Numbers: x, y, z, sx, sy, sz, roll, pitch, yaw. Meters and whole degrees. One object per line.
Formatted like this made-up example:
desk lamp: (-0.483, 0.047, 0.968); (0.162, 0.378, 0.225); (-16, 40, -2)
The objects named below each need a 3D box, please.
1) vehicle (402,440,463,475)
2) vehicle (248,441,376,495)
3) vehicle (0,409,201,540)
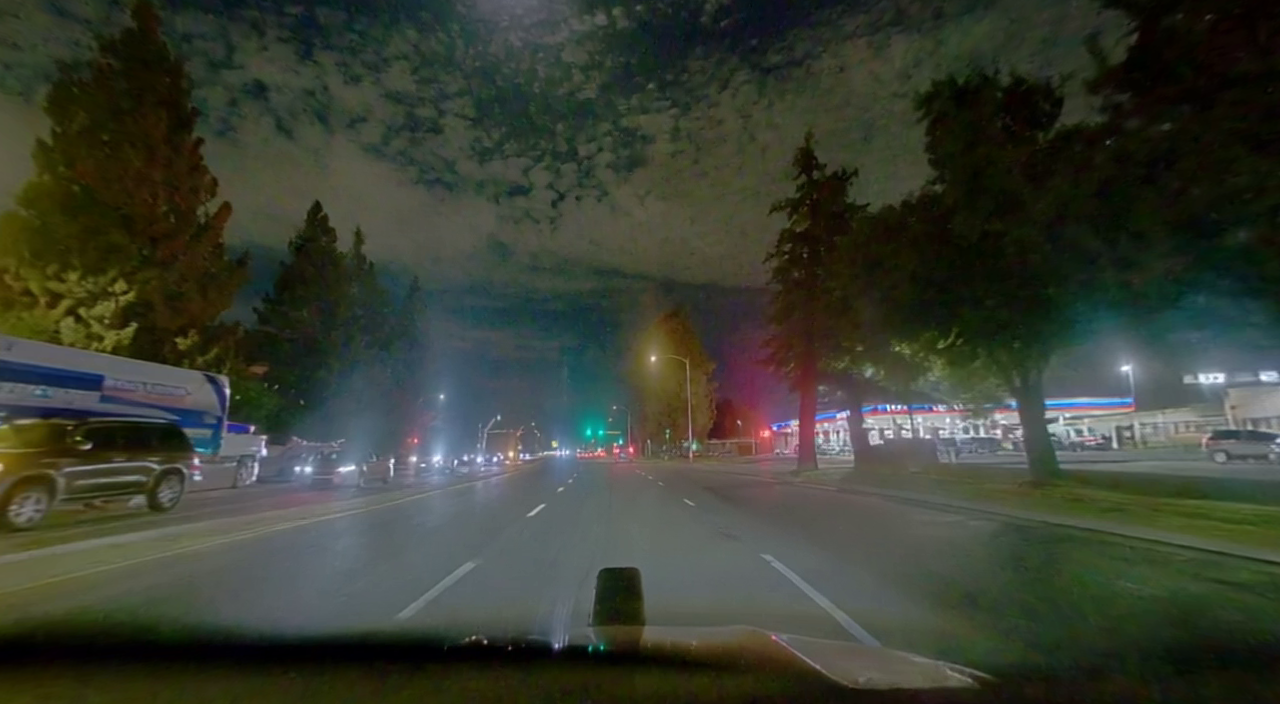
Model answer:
vehicle: (-12.391, 6.337, 38.124); (2.206, 1.922, 4.968); (0, -8, -2)
vehicle: (-11.510, 4.070, 22.653); (2.134, 1.705, 4.710); (0, -8, -1)
vehicle: (-11.504, 2.245, 11.989); (2.292, 2.096, 5.647); (0, -8, -1)
